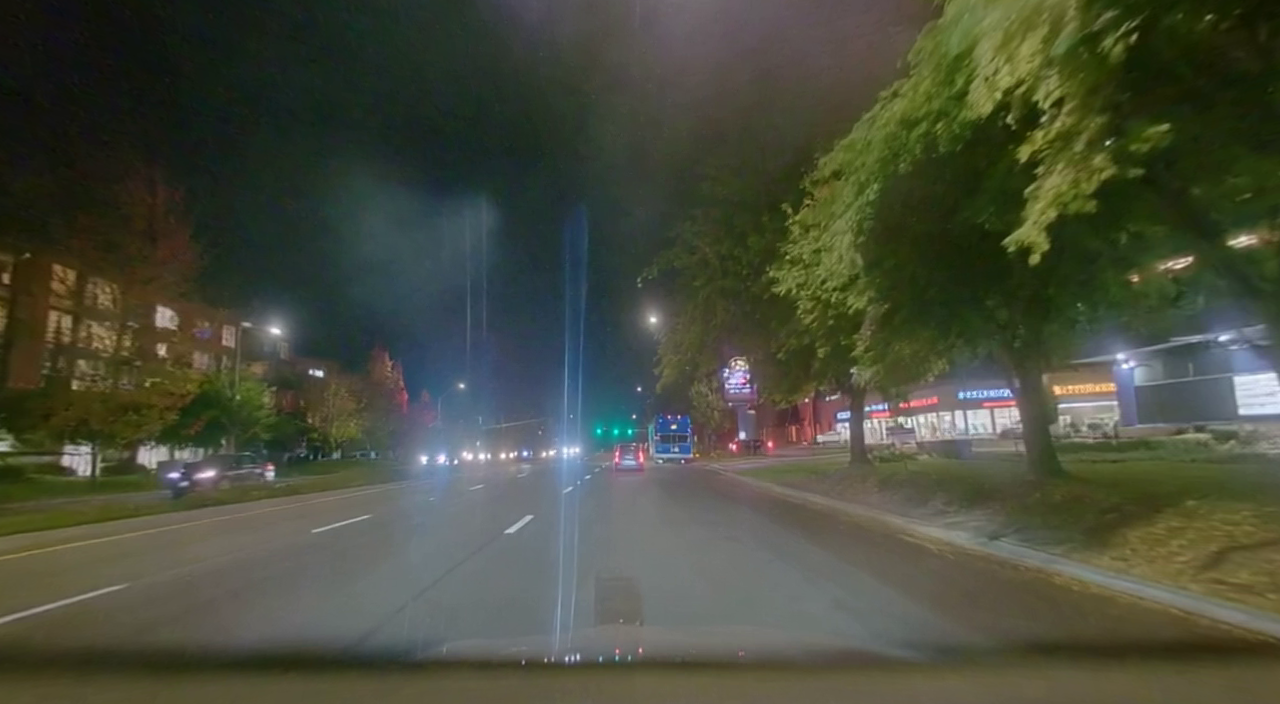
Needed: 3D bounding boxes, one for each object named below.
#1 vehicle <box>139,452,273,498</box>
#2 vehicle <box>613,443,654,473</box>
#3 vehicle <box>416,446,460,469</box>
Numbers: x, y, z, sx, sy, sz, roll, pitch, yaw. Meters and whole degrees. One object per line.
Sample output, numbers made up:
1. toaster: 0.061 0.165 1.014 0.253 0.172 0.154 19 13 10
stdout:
1. vehicle: -15.499 4.368 22.895 1.811 1.467 4.324 0 -9 -1
2. vehicle: -0.425 5.750 34.570 2.103 1.506 4.742 0 -9 -3
3. vehicle: -15.817 8.298 49.784 2.041 1.685 4.571 0 -9 -1
